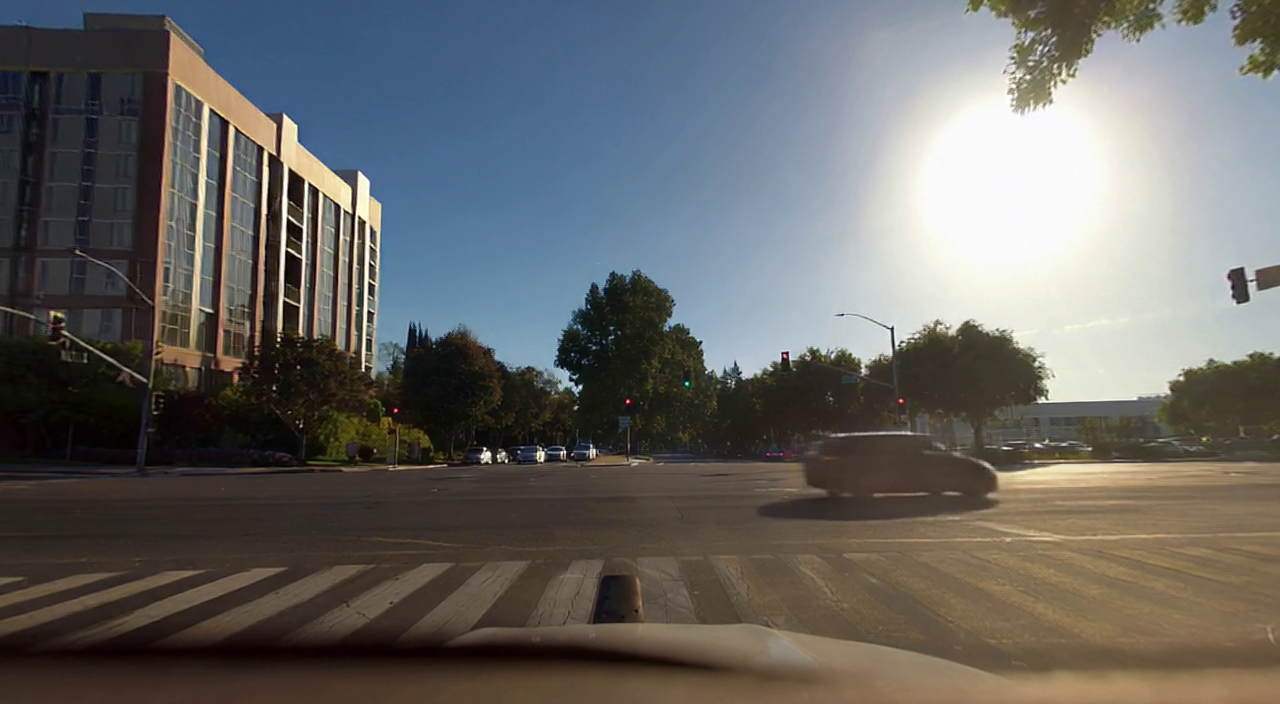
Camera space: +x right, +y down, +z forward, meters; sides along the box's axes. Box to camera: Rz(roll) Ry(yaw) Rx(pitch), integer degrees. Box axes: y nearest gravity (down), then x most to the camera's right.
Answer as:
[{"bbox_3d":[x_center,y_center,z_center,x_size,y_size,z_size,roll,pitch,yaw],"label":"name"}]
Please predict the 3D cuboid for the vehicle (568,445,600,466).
[{"bbox_3d":[-4.363,8.126,49.743,2.130,1.613,4.121,0,-8,0],"label":"vehicle"}]

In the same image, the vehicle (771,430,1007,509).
[{"bbox_3d":[5.877,2.783,15.292,4.853,1.719,1.986,1,-8,-6],"label":"vehicle"}]
